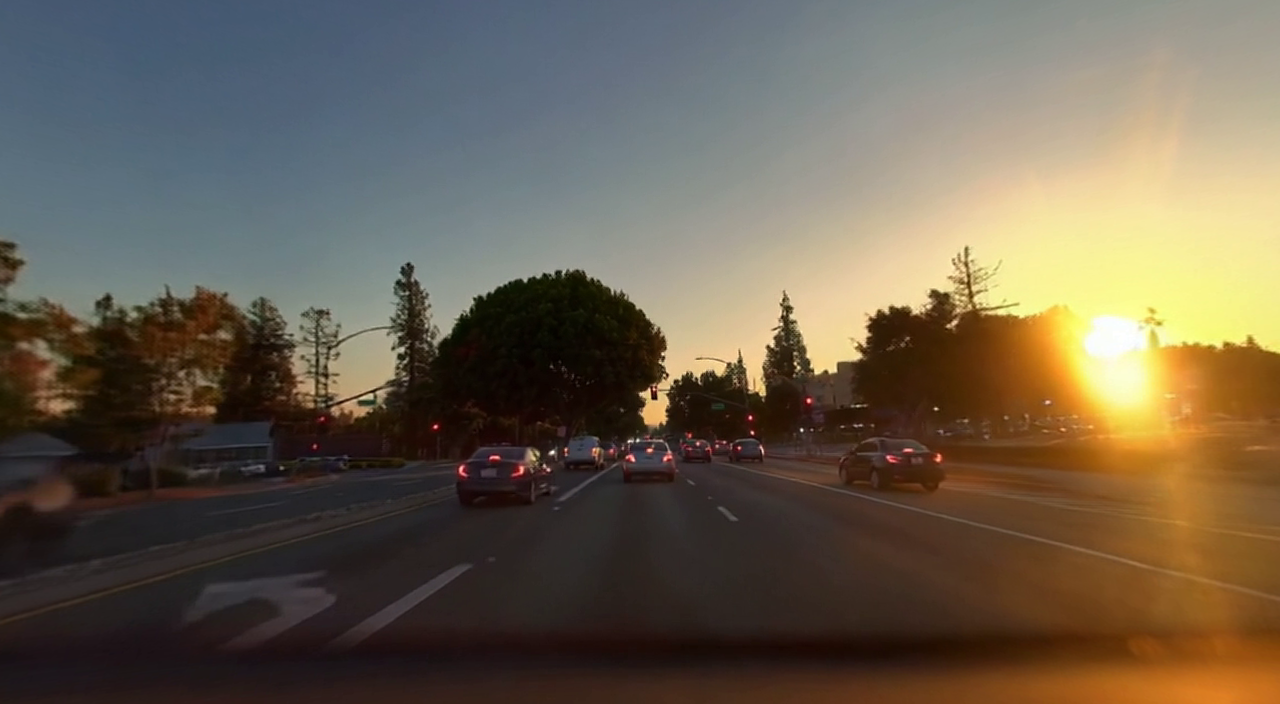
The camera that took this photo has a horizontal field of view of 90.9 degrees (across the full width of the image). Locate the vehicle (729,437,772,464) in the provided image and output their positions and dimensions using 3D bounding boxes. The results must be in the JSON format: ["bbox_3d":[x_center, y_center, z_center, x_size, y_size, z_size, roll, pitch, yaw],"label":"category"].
[{"bbox_3d":[7.320,6.560,42.187,2.044,1.701,4.397,0,-8,-1],"label":"vehicle"}]

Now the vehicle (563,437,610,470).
[{"bbox_3d":[-2.945,5.724,35.737,2.219,1.699,4.090,0,-8,1],"label":"vehicle"}]

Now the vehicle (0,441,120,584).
[{"bbox_3d":[-8.563,1.783,6.747,2.212,1.652,4.376,0,-8,0],"label":"vehicle"}]

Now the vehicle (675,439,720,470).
[{"bbox_3d":[3.004,5.481,33.912,1.988,1.528,4.144,0,-8,-1],"label":"vehicle"}]

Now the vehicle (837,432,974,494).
[{"bbox_3d":[7.248,3.072,17.802,1.892,1.515,4.400,0,-8,-1],"label":"vehicle"}]

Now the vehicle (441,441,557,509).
[{"bbox_3d":[-3.409,3.034,16.143,1.938,1.472,4.399,0,-8,0],"label":"vehicle"}]

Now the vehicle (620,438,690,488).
[{"bbox_3d":[0.454,3.625,20.923,2.096,1.473,3.893,0,-8,0],"label":"vehicle"}]
